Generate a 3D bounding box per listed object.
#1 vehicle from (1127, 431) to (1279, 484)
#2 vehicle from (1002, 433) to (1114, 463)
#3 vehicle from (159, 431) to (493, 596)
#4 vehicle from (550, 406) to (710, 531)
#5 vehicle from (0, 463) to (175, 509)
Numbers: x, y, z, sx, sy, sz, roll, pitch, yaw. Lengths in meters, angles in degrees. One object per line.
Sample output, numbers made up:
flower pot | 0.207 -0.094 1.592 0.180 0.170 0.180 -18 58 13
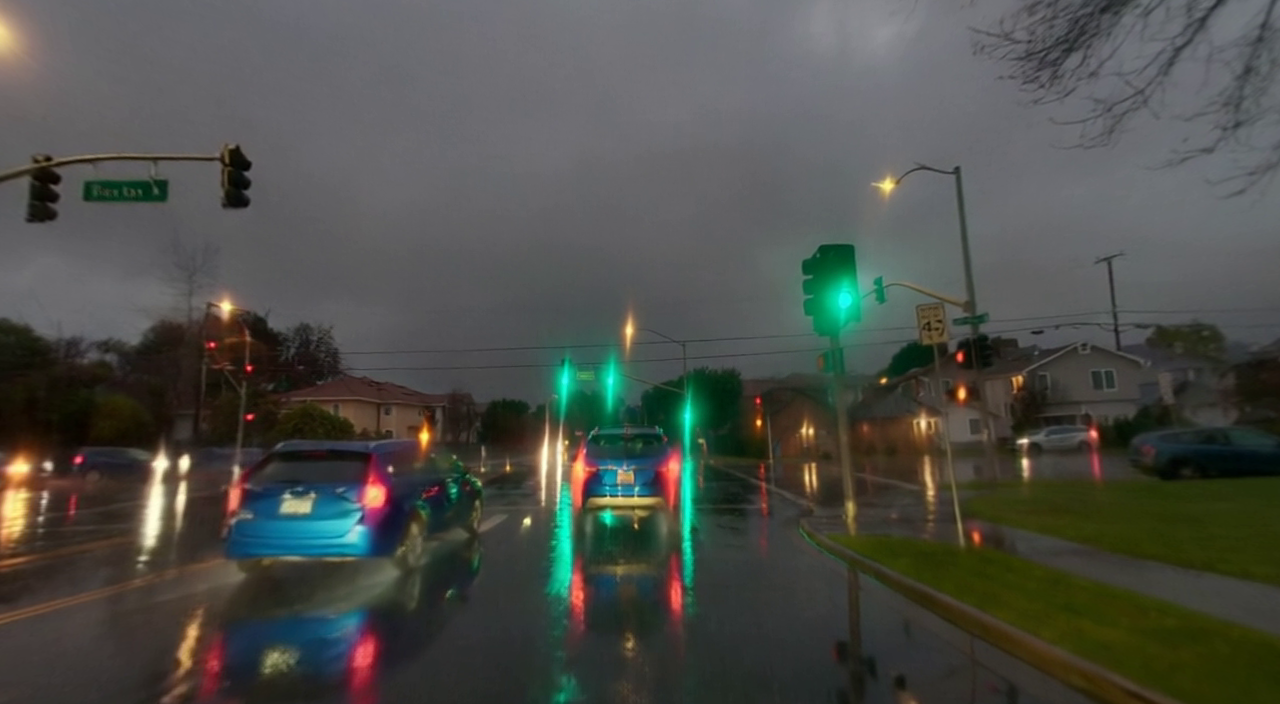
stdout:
vehicle | 17.234 3.006 18.117 4.715 1.439 1.874 -2 -9 14
vehicle | 21.351 4.930 32.471 4.353 1.431 1.876 -2 -9 14
vehicle | -3.334 1.777 7.910 1.934 1.459 4.368 0 -8 0
vehicle | -0.188 2.100 11.921 2.396 1.881 4.606 0 -8 -1
vehicle | -19.365 4.660 22.233 4.678 1.417 2.065 -2 -9 10
